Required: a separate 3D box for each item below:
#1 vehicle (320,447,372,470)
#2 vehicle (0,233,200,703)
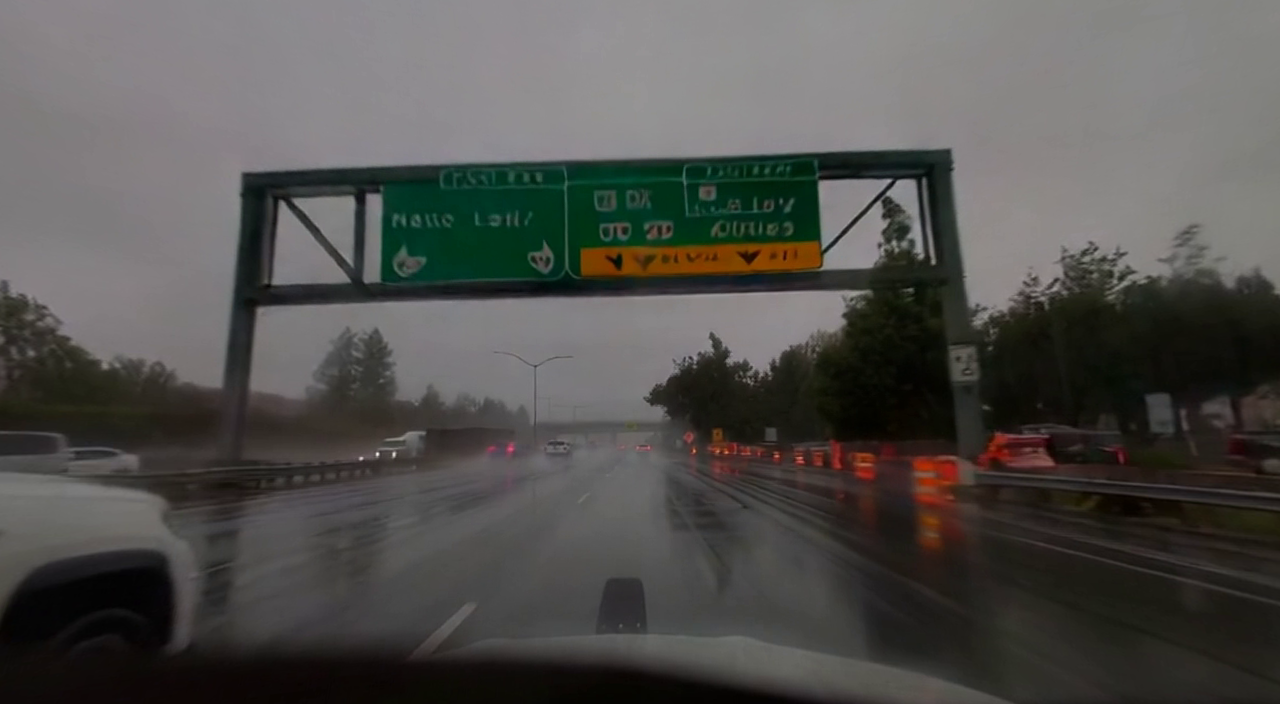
[{"bbox_3d":[-19.275,6.989,41.497,1.611,1.444,3.667,0,-9,1],"label":"vehicle"},{"bbox_3d":[-3.482,0.271,0.139,2.366,1.998,6.033,0,-9,0],"label":"vehicle"}]
